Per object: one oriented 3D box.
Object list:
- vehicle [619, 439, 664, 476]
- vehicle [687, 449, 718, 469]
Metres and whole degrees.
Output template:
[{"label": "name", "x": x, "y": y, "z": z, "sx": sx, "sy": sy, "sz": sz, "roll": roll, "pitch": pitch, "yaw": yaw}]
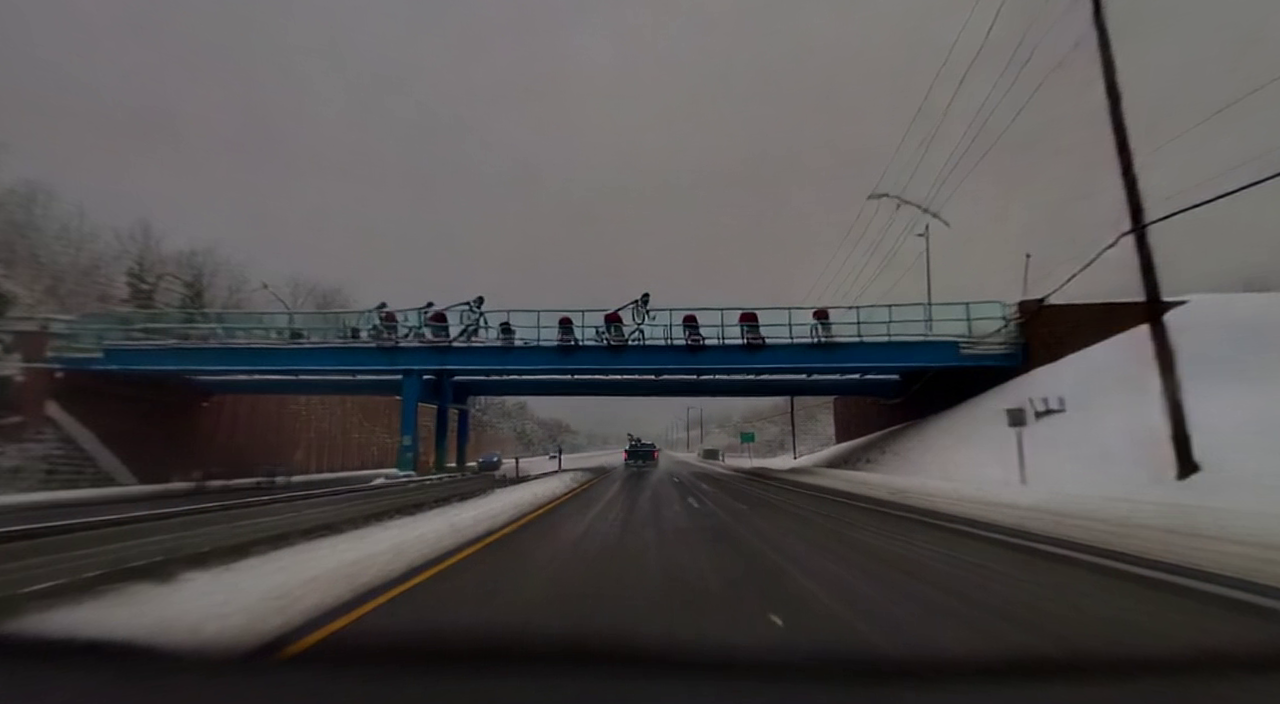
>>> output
[{"label": "vehicle", "x": 0.170, "y": 5.982, "z": 35.984, "sx": 2.369, "sy": 1.948, "sz": 5.343, "roll": 0, "pitch": -9, "yaw": 2}, {"label": "vehicle", "x": 4.884, "y": 8.430, "z": 49.956, "sx": 1.988, "sy": 1.505, "sz": 4.958, "roll": 0, "pitch": -9, "yaw": 0}]
